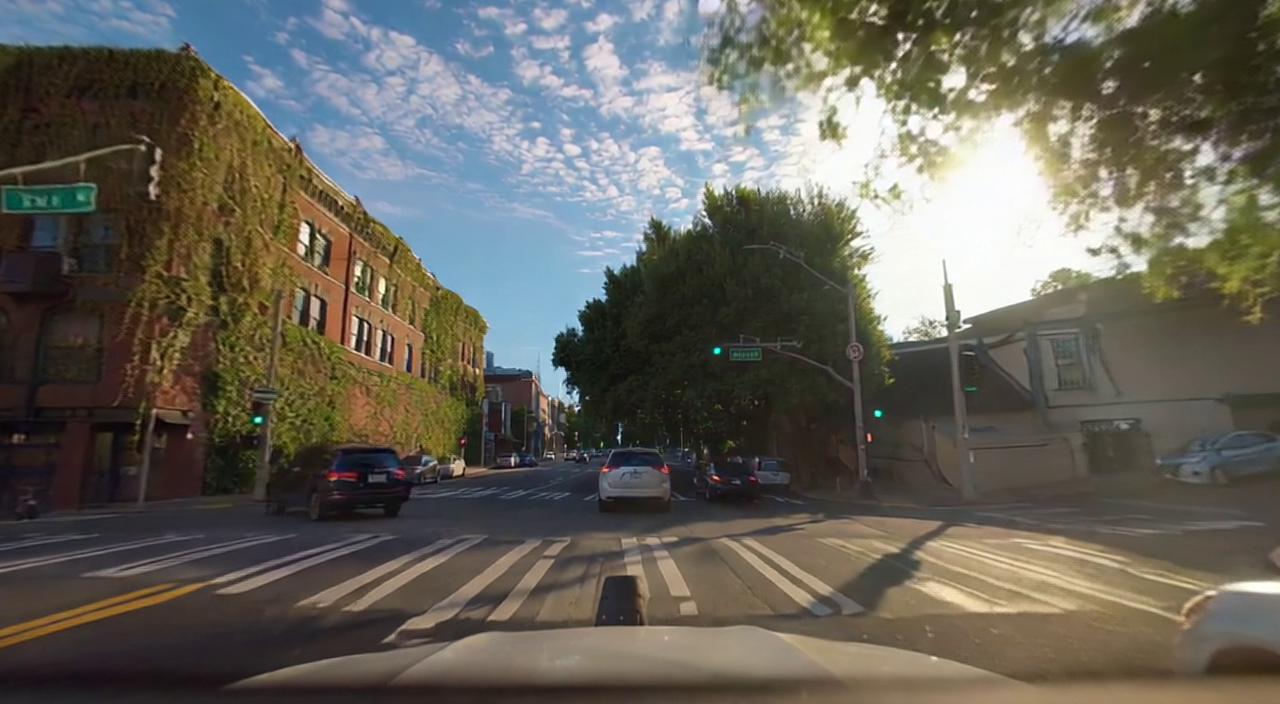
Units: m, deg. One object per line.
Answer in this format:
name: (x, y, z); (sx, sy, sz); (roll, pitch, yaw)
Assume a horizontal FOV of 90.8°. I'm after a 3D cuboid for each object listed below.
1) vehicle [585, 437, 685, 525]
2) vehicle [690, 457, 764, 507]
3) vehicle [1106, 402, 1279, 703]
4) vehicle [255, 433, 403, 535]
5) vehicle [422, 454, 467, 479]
vehicle: (-0.166, 3.090, 15.742); (2.105, 1.842, 4.537); (0, -9, -2)
vehicle: (2.840, 4.337, 21.534); (1.852, 1.462, 4.155); (0, -9, -1)
vehicle: (3.229, 0.681, 0.567); (2.026, 1.499, 4.662); (0, -9, 0)
vehicle: (-6.856, 2.733, 13.701); (1.855, 1.812, 4.244); (7, -11, -39)
vehicle: (-14.332, 8.414, 46.636); (1.891, 1.659, 4.360); (0, -9, 0)
